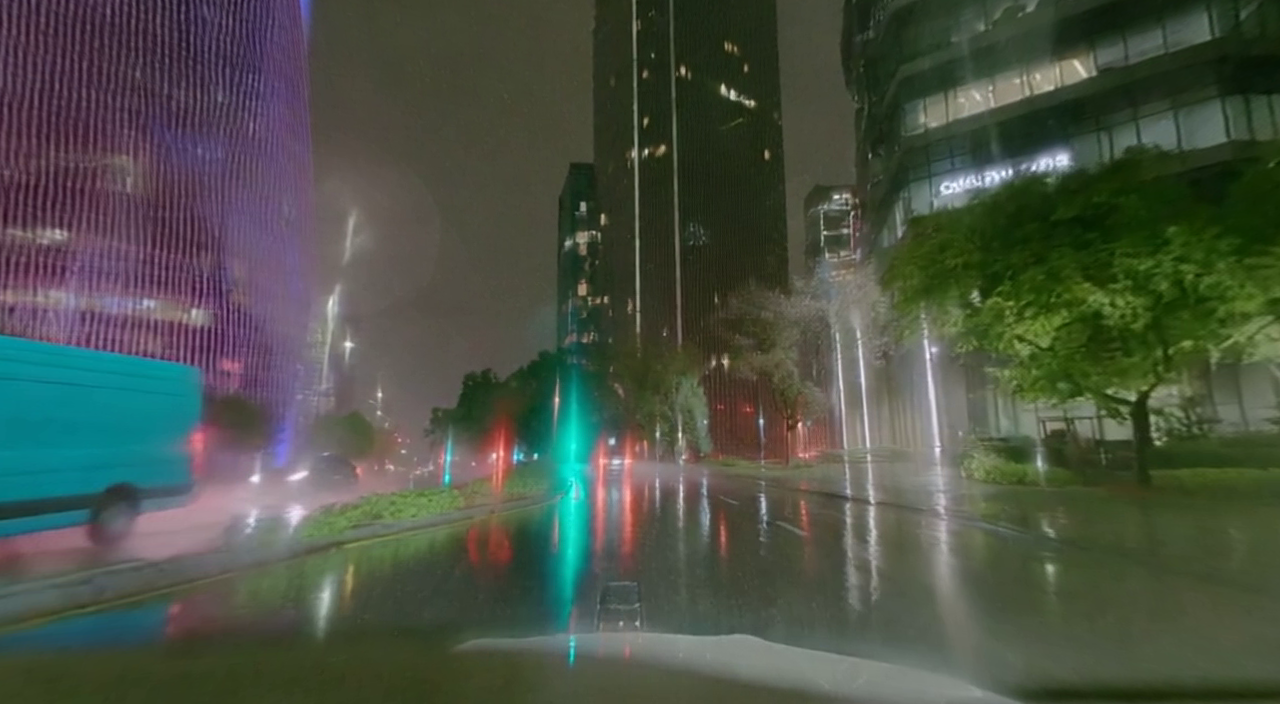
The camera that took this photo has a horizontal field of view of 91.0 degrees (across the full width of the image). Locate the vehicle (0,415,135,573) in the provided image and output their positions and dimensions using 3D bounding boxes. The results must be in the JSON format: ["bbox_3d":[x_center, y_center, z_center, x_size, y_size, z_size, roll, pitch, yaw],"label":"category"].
[{"bbox_3d":[-8.020,1.493,6.508,2.028,1.718,4.479,1,-8,-4],"label":"vehicle"}]

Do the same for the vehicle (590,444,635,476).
[{"bbox_3d":[-1.777,6.555,38.471,2.129,1.816,4.851,2,-9,-10],"label":"vehicle"}]

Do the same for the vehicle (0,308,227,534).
[{"bbox_3d":[-12.764,1.290,11.624,2.993,3.940,10.946,1,-9,-2],"label":"vehicle"}]

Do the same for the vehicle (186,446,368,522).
[{"bbox_3d":[-8.413,3.044,15.096,2.004,1.549,3.947,0,-8,-1],"label":"vehicle"}]
